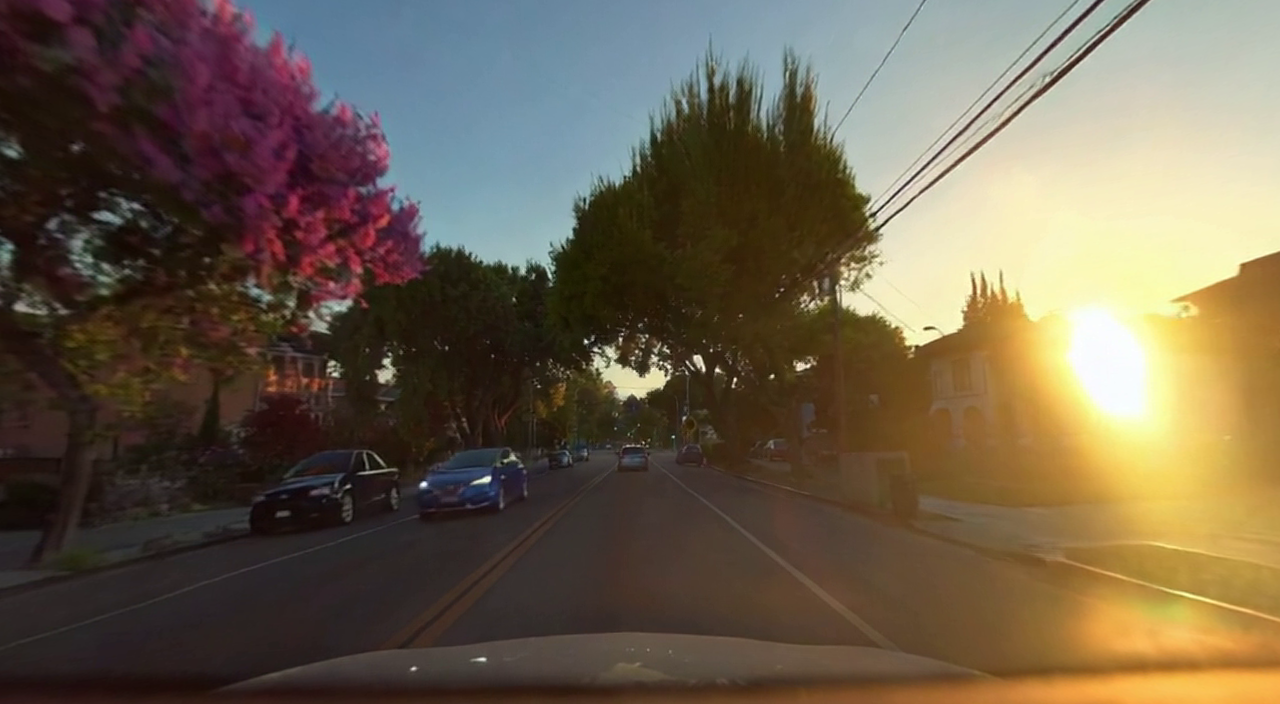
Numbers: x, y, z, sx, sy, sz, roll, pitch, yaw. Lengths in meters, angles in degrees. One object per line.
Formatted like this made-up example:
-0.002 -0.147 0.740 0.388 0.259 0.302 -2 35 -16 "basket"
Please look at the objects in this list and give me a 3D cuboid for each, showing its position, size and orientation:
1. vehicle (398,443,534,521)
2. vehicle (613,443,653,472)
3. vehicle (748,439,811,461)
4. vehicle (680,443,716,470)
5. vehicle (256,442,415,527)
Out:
-3.854 2.934 14.829 2.022 1.534 4.320 0 -8 -1 "vehicle"
-0.393 5.861 35.235 2.104 1.500 3.815 0 -8 -1 "vehicle"
10.929 7.723 49.584 4.467 1.727 2.009 0 -9 -1 "vehicle"
3.795 6.886 41.606 1.895 1.640 4.090 0 -9 -1 "vehicle"
-7.675 3.401 16.478 2.022 1.795 4.337 -3 -10 0 "vehicle"
